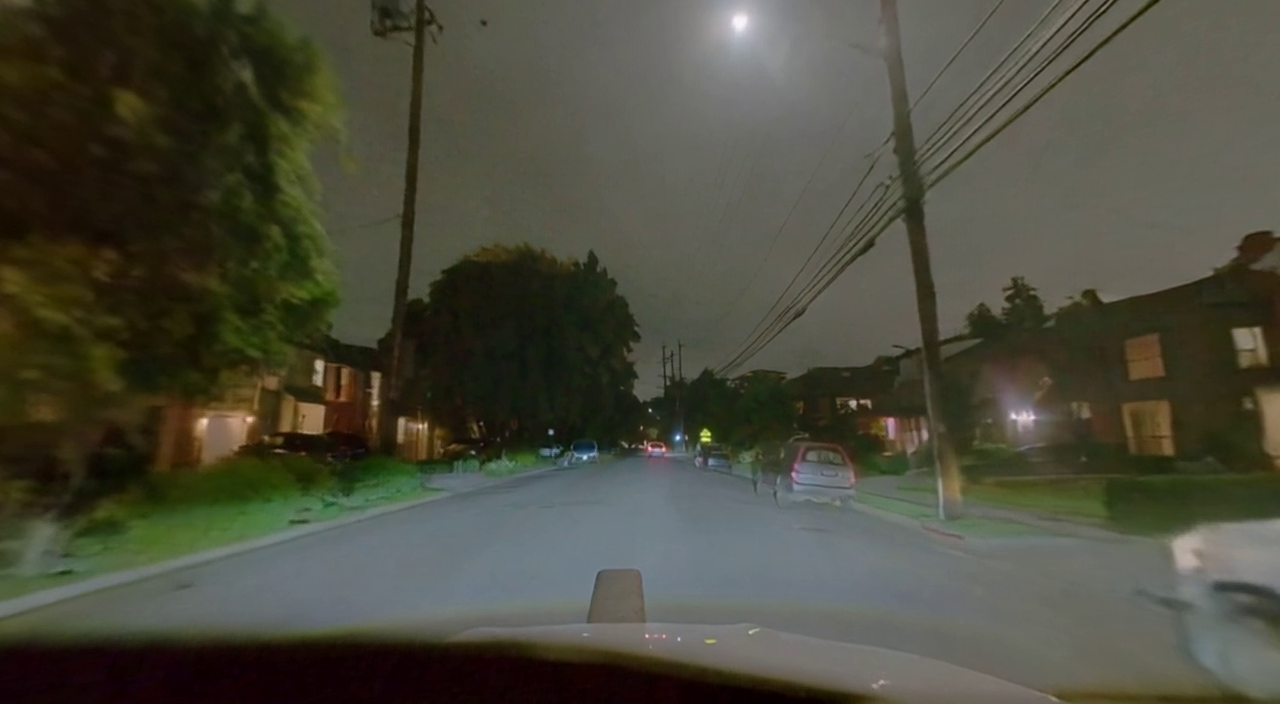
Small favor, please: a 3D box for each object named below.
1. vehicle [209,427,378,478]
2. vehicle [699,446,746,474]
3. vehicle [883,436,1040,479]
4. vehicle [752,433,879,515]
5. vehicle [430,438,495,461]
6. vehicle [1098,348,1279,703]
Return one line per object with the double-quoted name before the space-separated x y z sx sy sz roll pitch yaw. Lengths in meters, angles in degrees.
"vehicle" -12.282 3.591 22.656 4.792 1.521 2.077 2 -9 1
"vehicle" 4.533 6.005 35.372 2.031 1.471 4.328 0 -9 -1
"vehicle" 12.144 4.028 24.086 4.905 1.570 1.900 1 -10 -2
"vehicle" 4.256 3.022 16.262 2.066 1.753 4.877 0 -9 2
"vehicle" -13.743 7.560 48.899 4.702 1.675 1.984 -5 -10 28
"vehicle" 3.920 0.678 1.282 2.280 1.820 5.001 0 -9 1
